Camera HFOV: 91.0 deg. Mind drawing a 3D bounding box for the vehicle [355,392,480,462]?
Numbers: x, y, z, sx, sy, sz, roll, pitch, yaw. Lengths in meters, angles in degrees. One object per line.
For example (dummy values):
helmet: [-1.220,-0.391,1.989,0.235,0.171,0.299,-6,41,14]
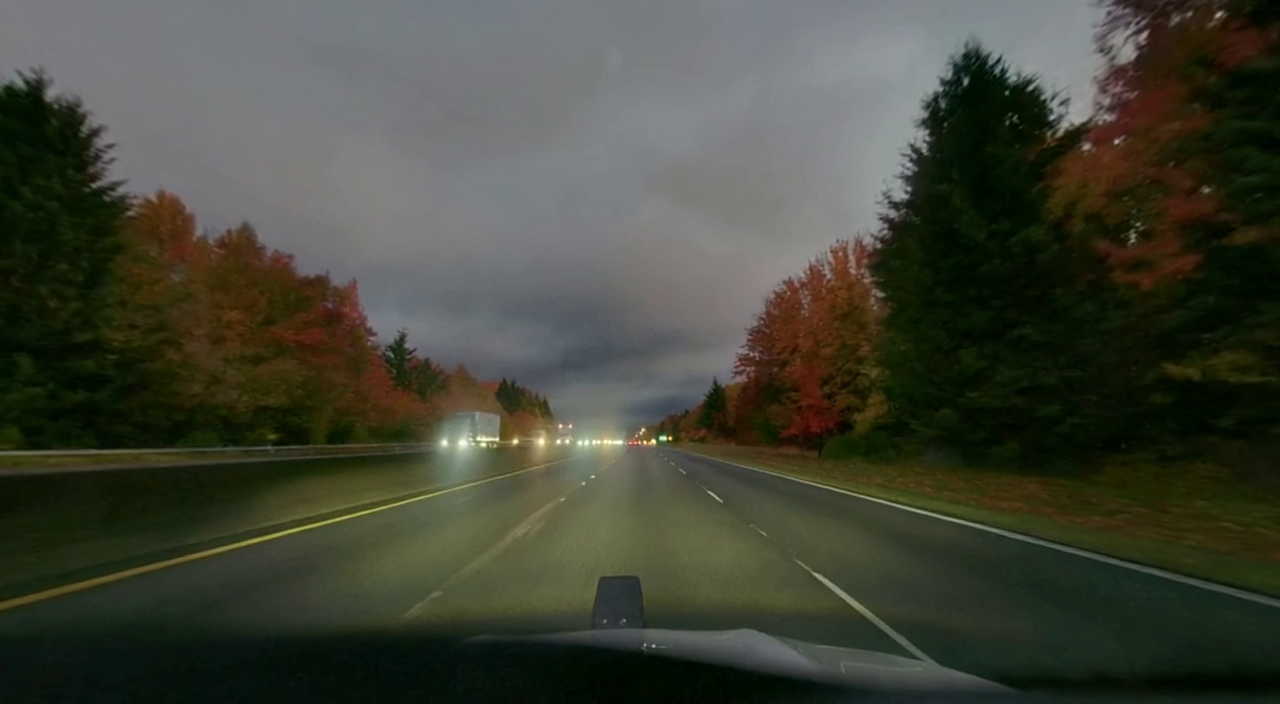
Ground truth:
vehicle: [-15.117,5.562,45.048,2.927,4.069,16.353,0,-8,0]
